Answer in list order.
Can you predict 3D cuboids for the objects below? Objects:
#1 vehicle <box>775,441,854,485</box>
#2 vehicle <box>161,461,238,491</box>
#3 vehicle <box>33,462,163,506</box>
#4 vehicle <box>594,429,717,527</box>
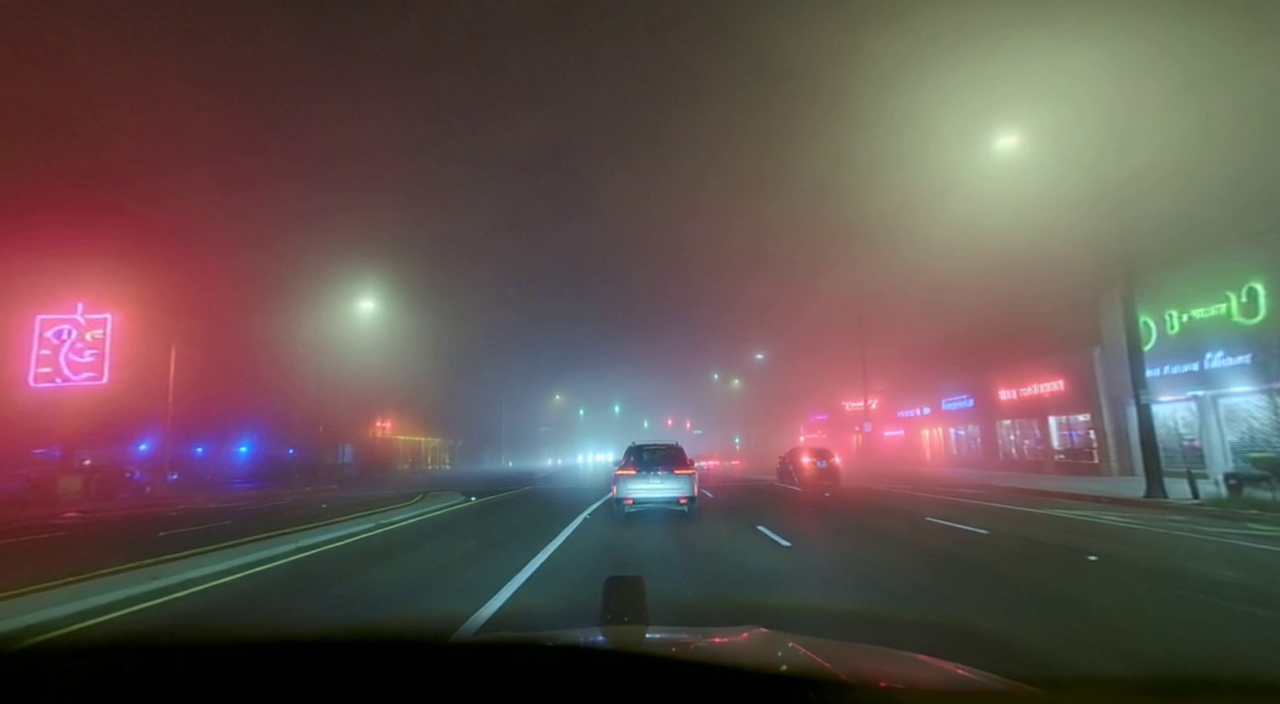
[{"bbox_3d":[6.967,4.441,25.650,2.086,1.627,4.294,0,-8,2],"label":"vehicle"},{"bbox_3d":[-27.884,7.848,40.091,1.861,1.578,4.152,0,-8,1],"label":"vehicle"},{"bbox_3d":[-25.876,6.271,30.384,2.026,1.808,4.835,0,-9,-2],"label":"vehicle"},{"bbox_3d":[0.258,2.464,12.906,2.125,1.669,3.880,0,-8,0],"label":"vehicle"}]
